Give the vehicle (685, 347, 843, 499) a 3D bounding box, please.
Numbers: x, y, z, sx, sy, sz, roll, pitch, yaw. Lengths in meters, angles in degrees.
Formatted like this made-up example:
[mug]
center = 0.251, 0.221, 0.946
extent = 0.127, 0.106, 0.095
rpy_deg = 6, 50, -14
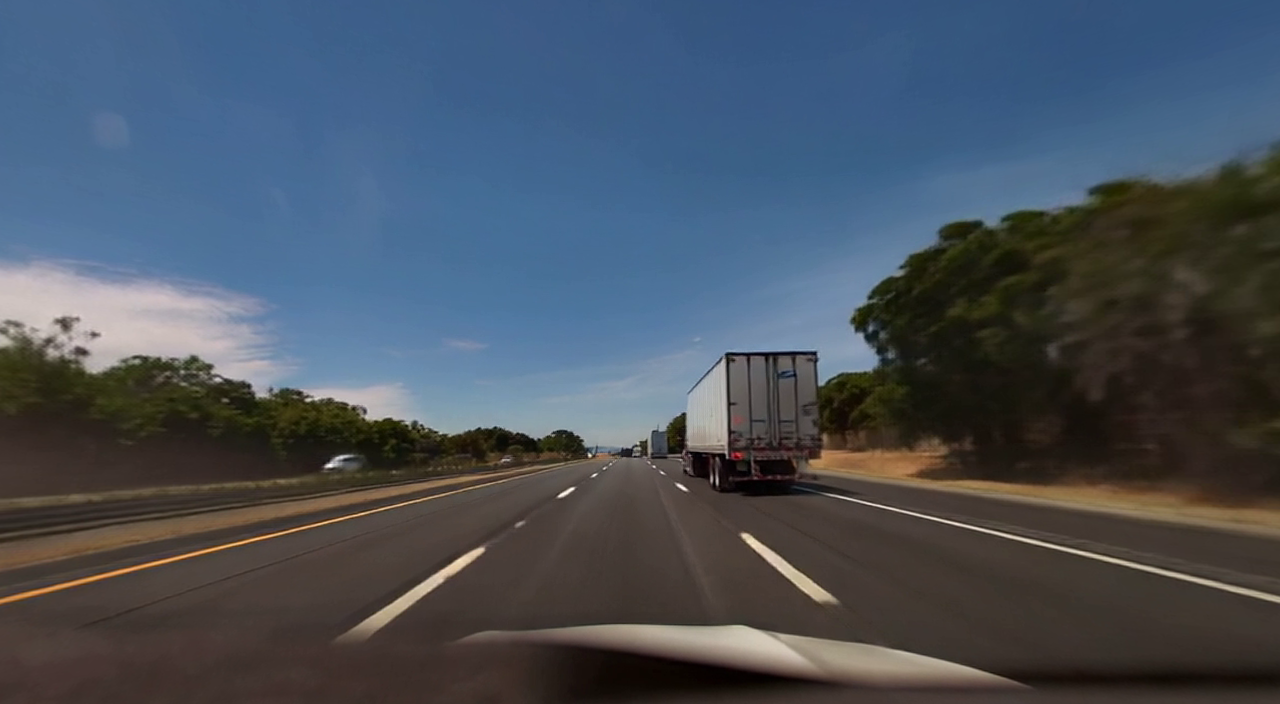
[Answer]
[vehicle]
center = 3.717, 2.845, 23.189
extent = 3.037, 3.999, 13.133
rpy_deg = 0, -9, -1
